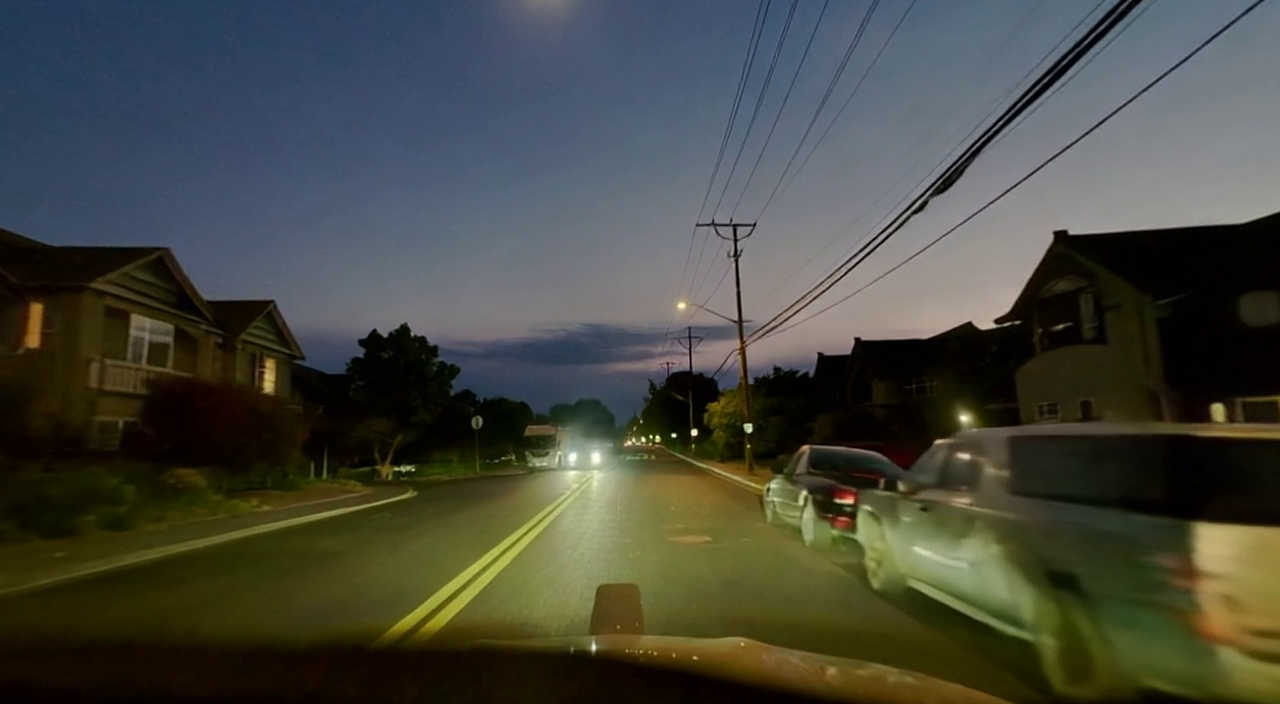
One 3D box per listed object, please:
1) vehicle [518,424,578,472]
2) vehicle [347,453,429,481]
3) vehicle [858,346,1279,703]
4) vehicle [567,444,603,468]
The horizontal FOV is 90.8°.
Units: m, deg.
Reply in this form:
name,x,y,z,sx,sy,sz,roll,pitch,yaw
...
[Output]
name,x,y,z,sx,sy,sz,roll,pitch,yaw
vehicle,-6.746,7.103,47.678,3.197,3.187,7.847,-2,-7,1
vehicle,-15.261,6.999,38.501,4.204,1.626,1.874,1,-9,-5
vehicle,3.132,1.151,4.210,1.945,1.792,3.903,0,-9,0
vehicle,-3.592,6.911,42.142,1.912,1.491,4.375,0,-9,1
